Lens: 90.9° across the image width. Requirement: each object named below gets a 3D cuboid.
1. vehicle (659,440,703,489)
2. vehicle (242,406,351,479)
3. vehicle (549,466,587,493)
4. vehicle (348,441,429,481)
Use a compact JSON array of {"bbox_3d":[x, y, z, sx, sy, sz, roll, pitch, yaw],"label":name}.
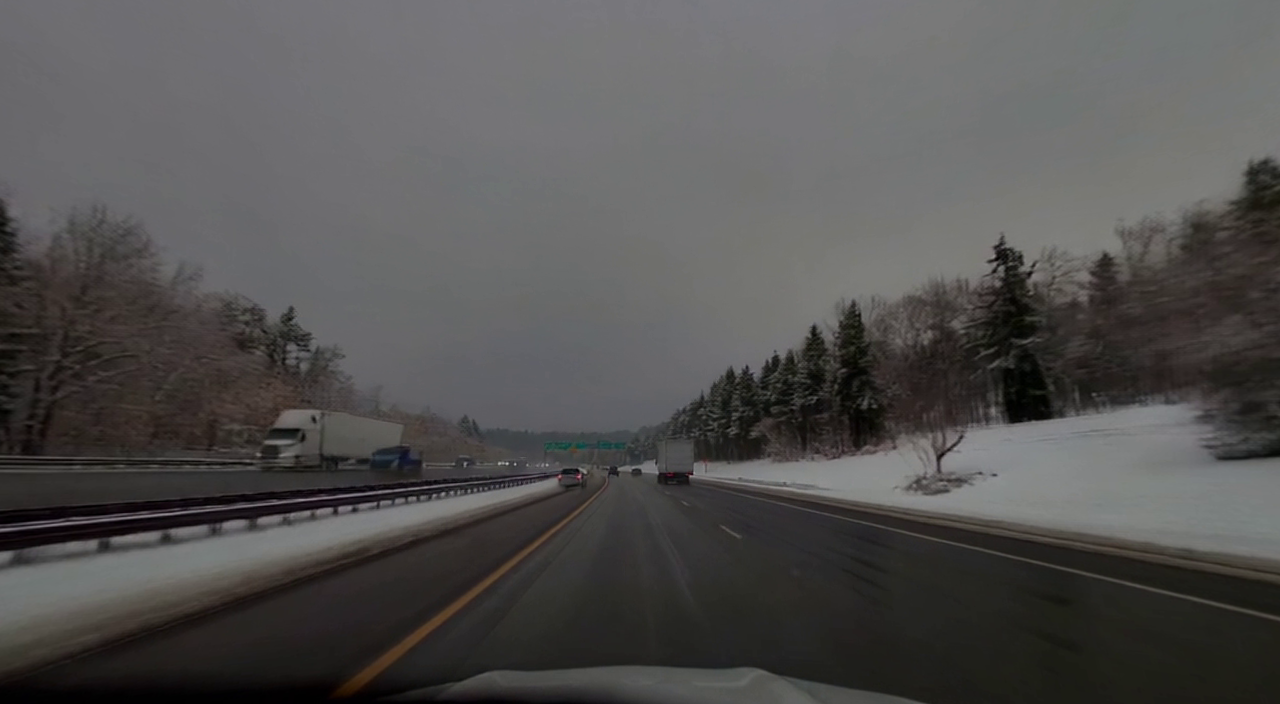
[{"bbox_3d":[3.069,8.839,49.488,2.738,3.456,7.520,1,-11,-2],"label":"vehicle"},{"bbox_3d":[-19.966,5.426,37.081,2.956,3.885,5.850,1,-11,-1],"label":"vehicle"},{"bbox_3d":[-4.209,7.510,37.244,1.868,1.485,3.770,1,-11,-1],"label":"vehicle"},{"bbox_3d":[-12.345,5.433,31.324,2.058,1.786,4.890,1,-11,-1],"label":"vehicle"}]
